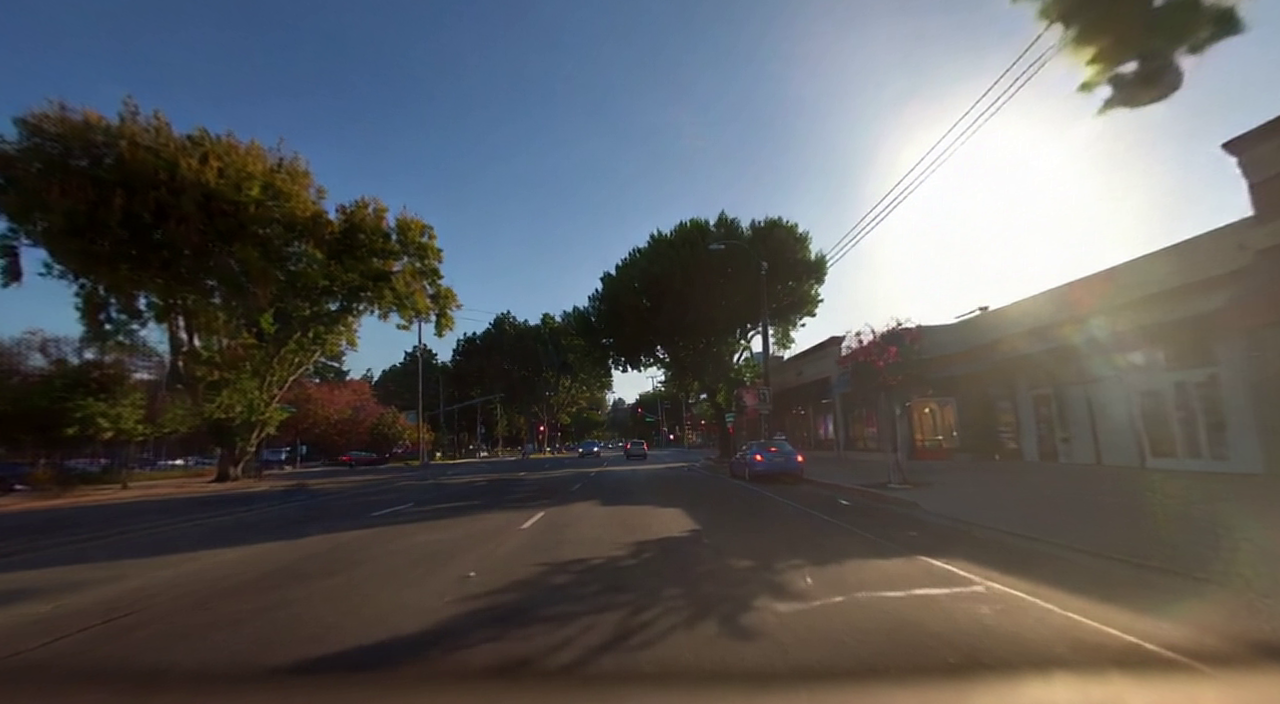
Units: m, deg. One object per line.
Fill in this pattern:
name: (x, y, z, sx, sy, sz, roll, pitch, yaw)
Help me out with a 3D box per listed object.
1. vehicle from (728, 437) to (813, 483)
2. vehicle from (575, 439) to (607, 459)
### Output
vehicle: (4.471, 3.771, 22.365, 1.942, 1.469, 4.049, 0, -8, -3)
vehicle: (-3.659, 7.303, 47.678, 2.032, 1.467, 4.411, 0, -8, 0)
